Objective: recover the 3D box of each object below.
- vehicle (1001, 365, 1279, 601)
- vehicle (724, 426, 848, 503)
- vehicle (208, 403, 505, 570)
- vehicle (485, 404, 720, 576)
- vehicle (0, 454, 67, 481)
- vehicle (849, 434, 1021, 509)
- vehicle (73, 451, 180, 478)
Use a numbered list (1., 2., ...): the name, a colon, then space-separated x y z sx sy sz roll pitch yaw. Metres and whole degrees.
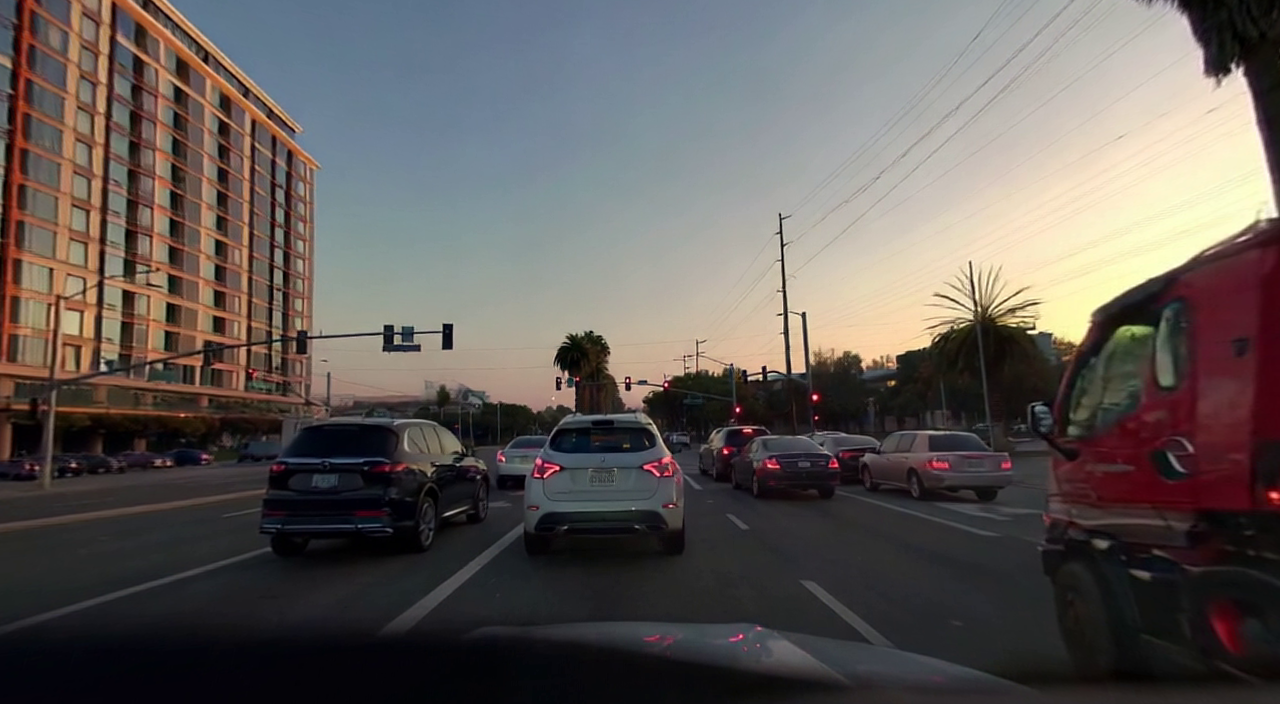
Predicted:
1. vehicle: 6.479 1.306 6.659 2.130 1.979 5.310 0 -9 -1
2. vehicle: 3.331 2.657 15.311 1.975 1.598 4.025 0 -8 -1
3. vehicle: -3.535 1.771 9.076 2.136 1.779 4.417 0 -8 1
4. vehicle: -0.414 1.670 8.394 2.302 1.681 4.217 0 -8 -1
5. vehicle: -42.512 7.840 42.902 4.867 1.689 1.971 1 -9 -9
6. vehicle: 6.500 2.663 14.575 1.764 1.451 4.300 0 -8 -2
7. vehicle: -35.727 7.857 44.112 5.422 1.765 1.937 1 -9 -8
